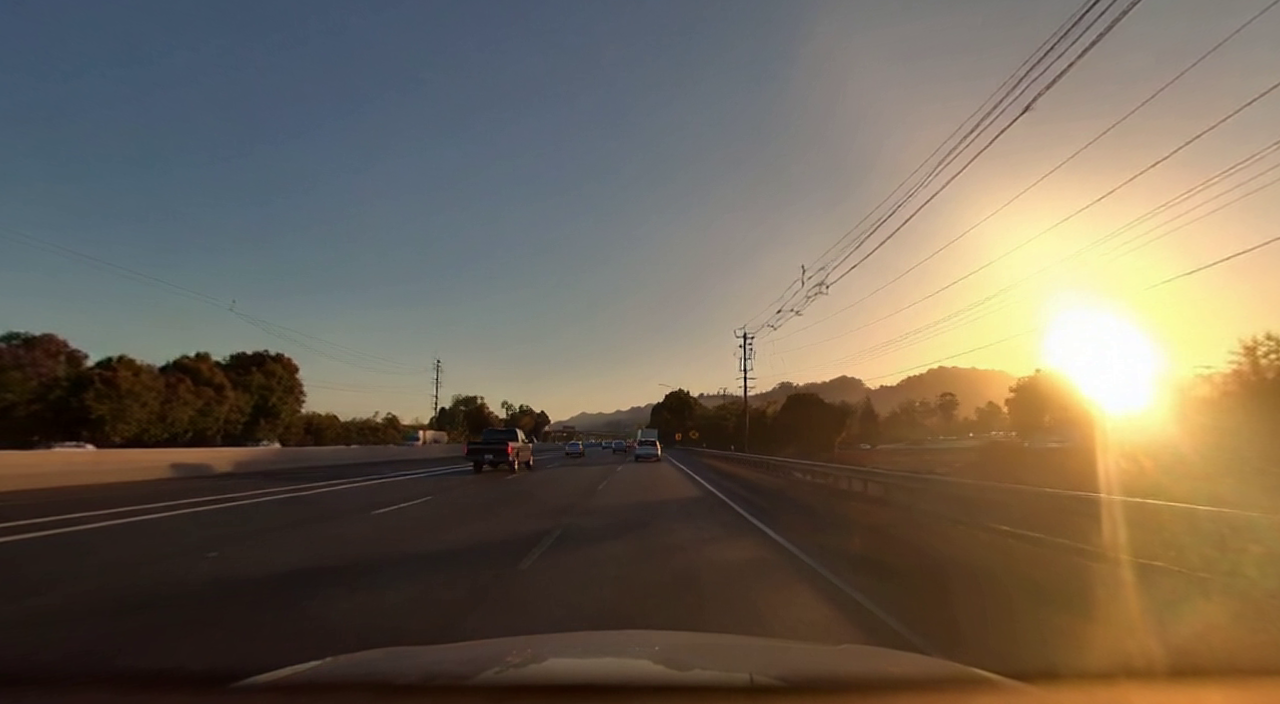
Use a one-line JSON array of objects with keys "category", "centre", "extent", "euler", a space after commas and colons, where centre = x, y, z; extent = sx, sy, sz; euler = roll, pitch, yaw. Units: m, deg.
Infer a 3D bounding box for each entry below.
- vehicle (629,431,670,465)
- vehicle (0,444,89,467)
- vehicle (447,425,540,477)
[{"category": "vehicle", "centre": [0.589, 6.155, 40.627], "extent": [2.448, 2.025, 5.193], "euler": [0, -8, 0]}, {"category": "vehicle", "centre": [-43.633, 7.536, 46.290], "extent": [1.889, 1.599, 4.753], "euler": [-1, -8, 2]}, {"category": "vehicle", "centre": [-6.203, 4.311, 27.768], "extent": [2.460, 1.992, 6.474], "euler": [0, -8, 1]}]
